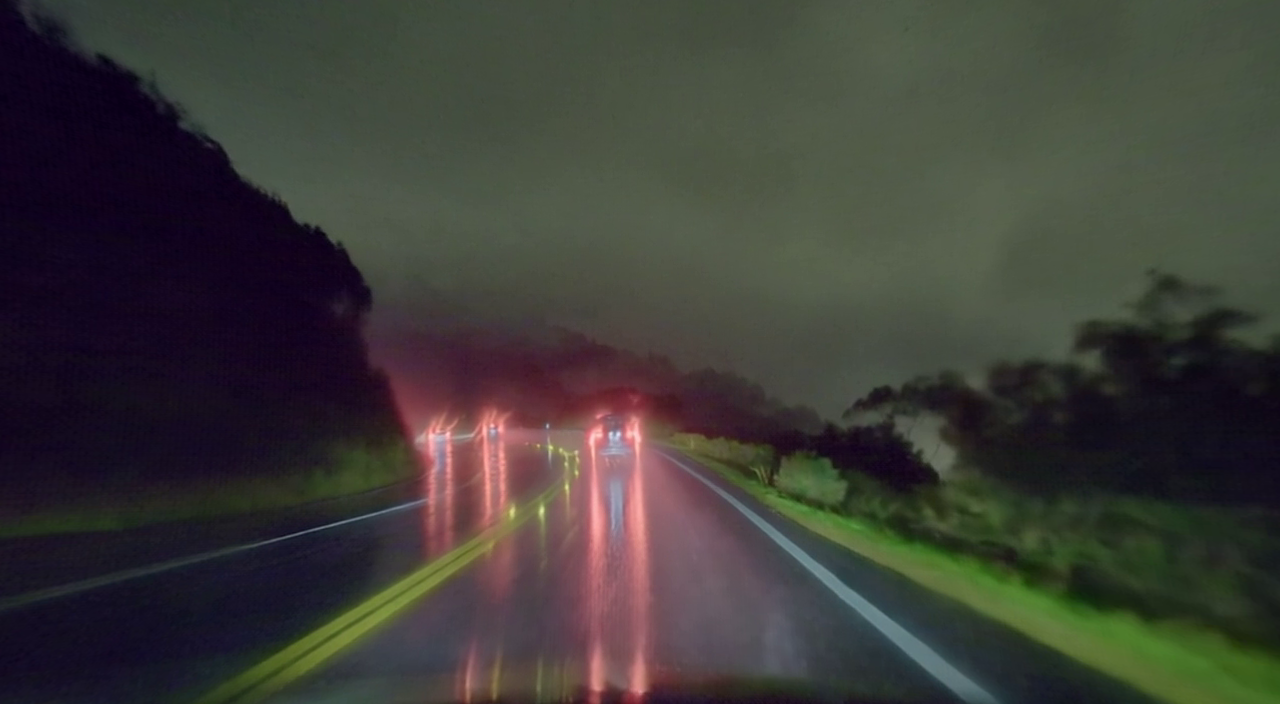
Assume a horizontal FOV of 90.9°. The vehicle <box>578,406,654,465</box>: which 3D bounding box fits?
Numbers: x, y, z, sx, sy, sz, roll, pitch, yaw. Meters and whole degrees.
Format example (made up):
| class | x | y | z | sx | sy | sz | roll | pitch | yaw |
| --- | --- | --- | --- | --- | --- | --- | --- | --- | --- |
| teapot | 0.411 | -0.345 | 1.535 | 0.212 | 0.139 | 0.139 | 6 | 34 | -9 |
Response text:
| class | x | y | z | sx | sy | sz | roll | pitch | yaw |
| --- | --- | --- | --- | --- | --- | --- | --- | --- | --- |
| vehicle | -1.176 | 3.501 | 26.252 | 2.500 | 1.961 | 5.637 | -5 | -8 | -8 |
